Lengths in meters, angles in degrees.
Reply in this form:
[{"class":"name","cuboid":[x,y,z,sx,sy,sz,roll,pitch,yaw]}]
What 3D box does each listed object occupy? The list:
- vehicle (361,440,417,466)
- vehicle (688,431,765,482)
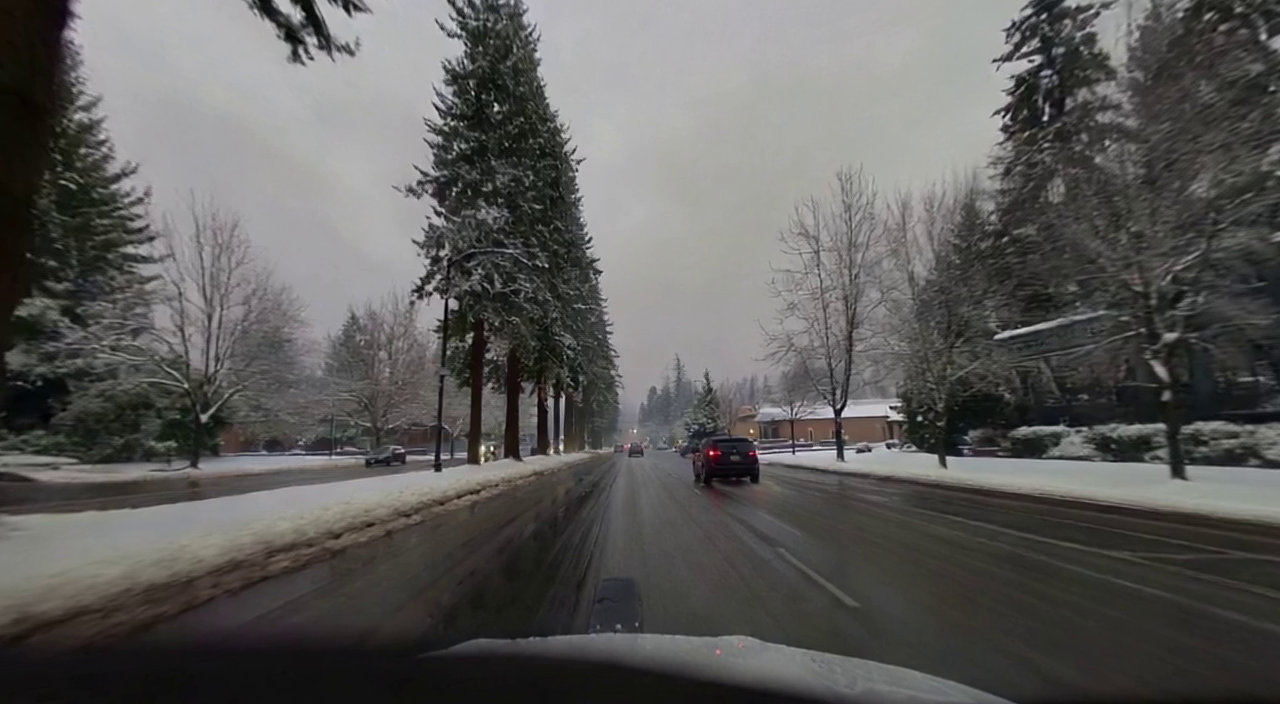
[{"class":"vehicle","cuboid":[-17.762,7.174,44.832,2.097,1.691,4.569,0,-8,0]},{"class":"vehicle","cuboid":[2.977,3.700,22.542,2.022,1.656,4.025,0,-8,-2]}]
